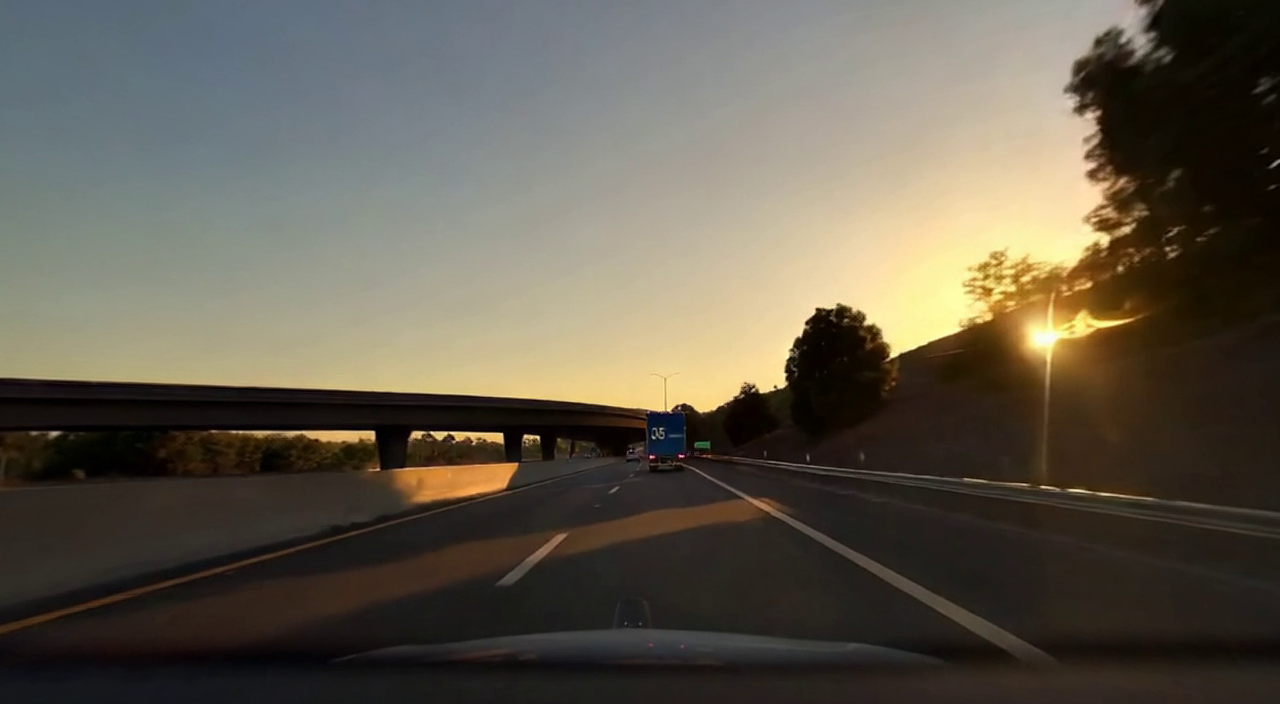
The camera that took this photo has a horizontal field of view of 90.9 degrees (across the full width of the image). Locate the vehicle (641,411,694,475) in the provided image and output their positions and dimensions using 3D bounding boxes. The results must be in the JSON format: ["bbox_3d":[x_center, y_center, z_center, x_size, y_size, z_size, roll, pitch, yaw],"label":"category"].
[{"bbox_3d":[1.713,6.221,42.577,3.107,3.718,10.231,0,-9,1],"label":"vehicle"}]
